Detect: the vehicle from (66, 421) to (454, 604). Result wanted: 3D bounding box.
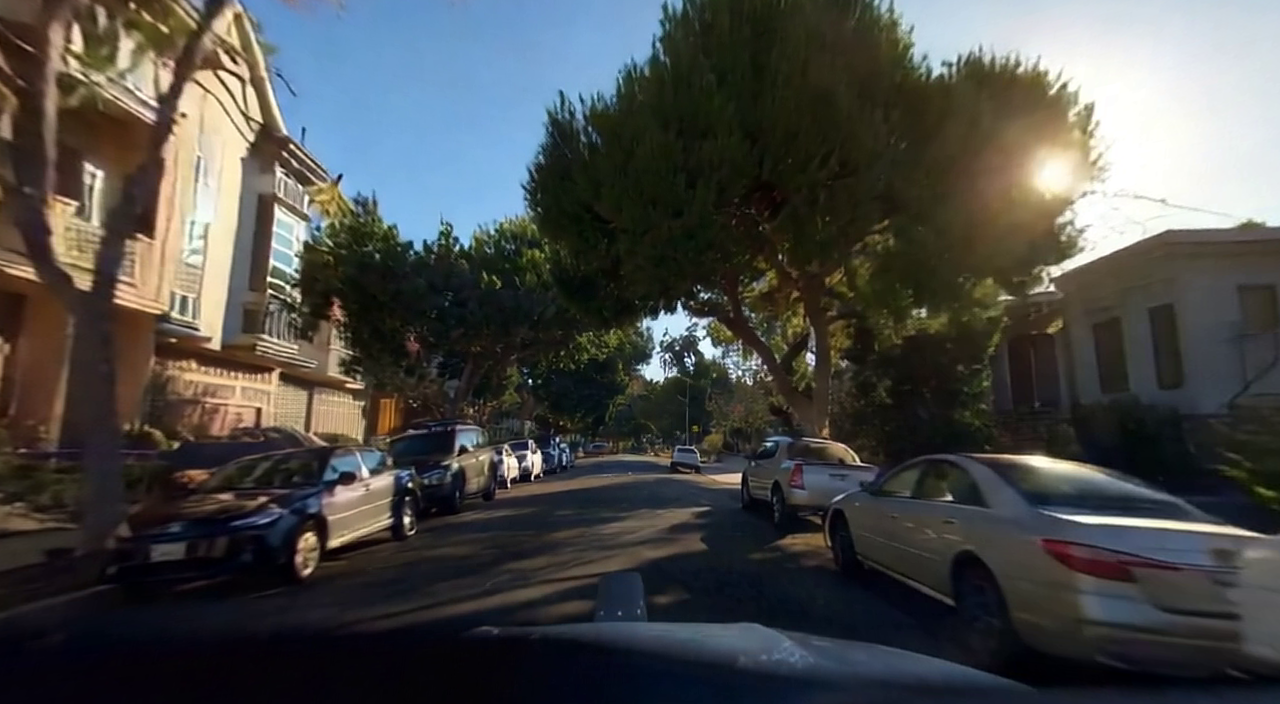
[{"bbox_3d":[-4.092,1.762,8.038,1.908,1.493,4.806,4,-8,0],"label":"vehicle"}]

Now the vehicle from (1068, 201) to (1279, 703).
[{"bbox_3d":[3.070,0.385,0.488,1.993,2.129,4.893,-1,-7,0],"label":"vehicle"}]

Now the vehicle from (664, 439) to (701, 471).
[{"bbox_3d":[3.028,7.414,45.793,2.191,2.038,4.962,0,-6,-2],"label":"vehicle"}]

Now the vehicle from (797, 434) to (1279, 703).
[{"bbox_3d":[3.050,1.557,5.911,1.808,1.428,4.824,-1,-6,-1],"label":"vehicle"}]
